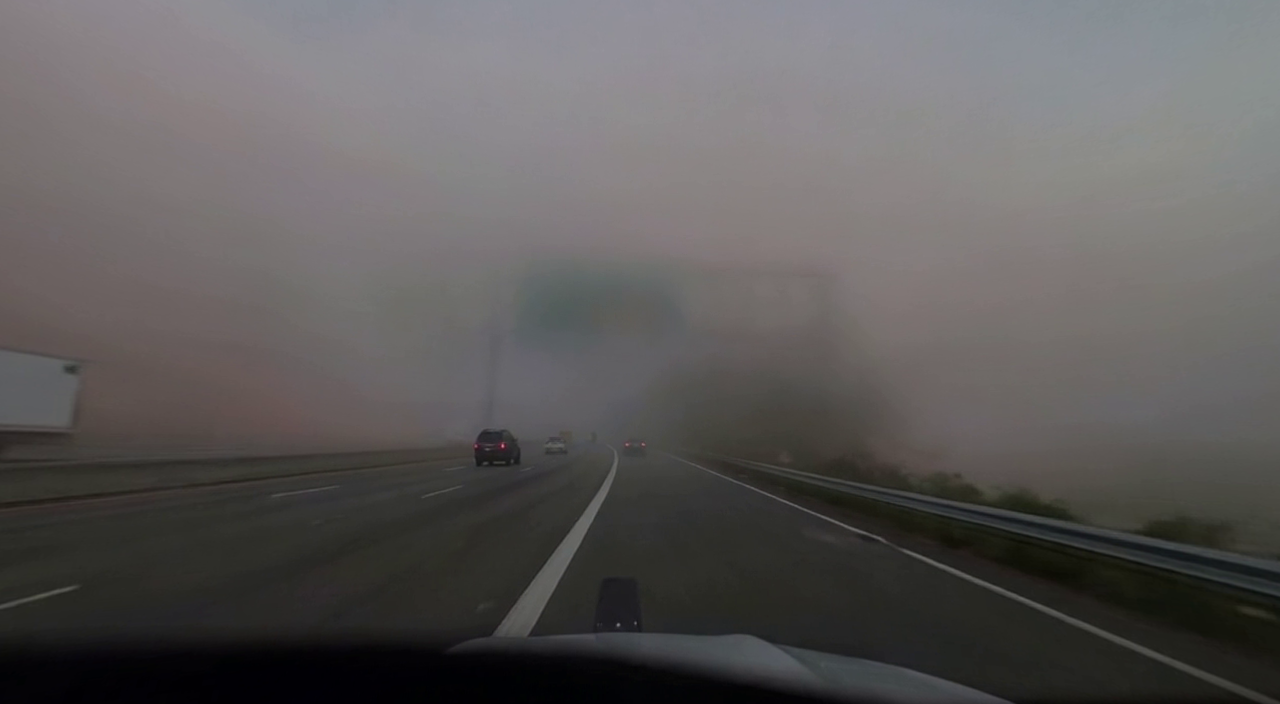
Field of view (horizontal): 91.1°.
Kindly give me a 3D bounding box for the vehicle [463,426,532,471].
[{"bbox_3d":[-6.540,4.481,29.463,2.188,1.896,4.810,0,-8,-1],"label":"vehicle"}]
